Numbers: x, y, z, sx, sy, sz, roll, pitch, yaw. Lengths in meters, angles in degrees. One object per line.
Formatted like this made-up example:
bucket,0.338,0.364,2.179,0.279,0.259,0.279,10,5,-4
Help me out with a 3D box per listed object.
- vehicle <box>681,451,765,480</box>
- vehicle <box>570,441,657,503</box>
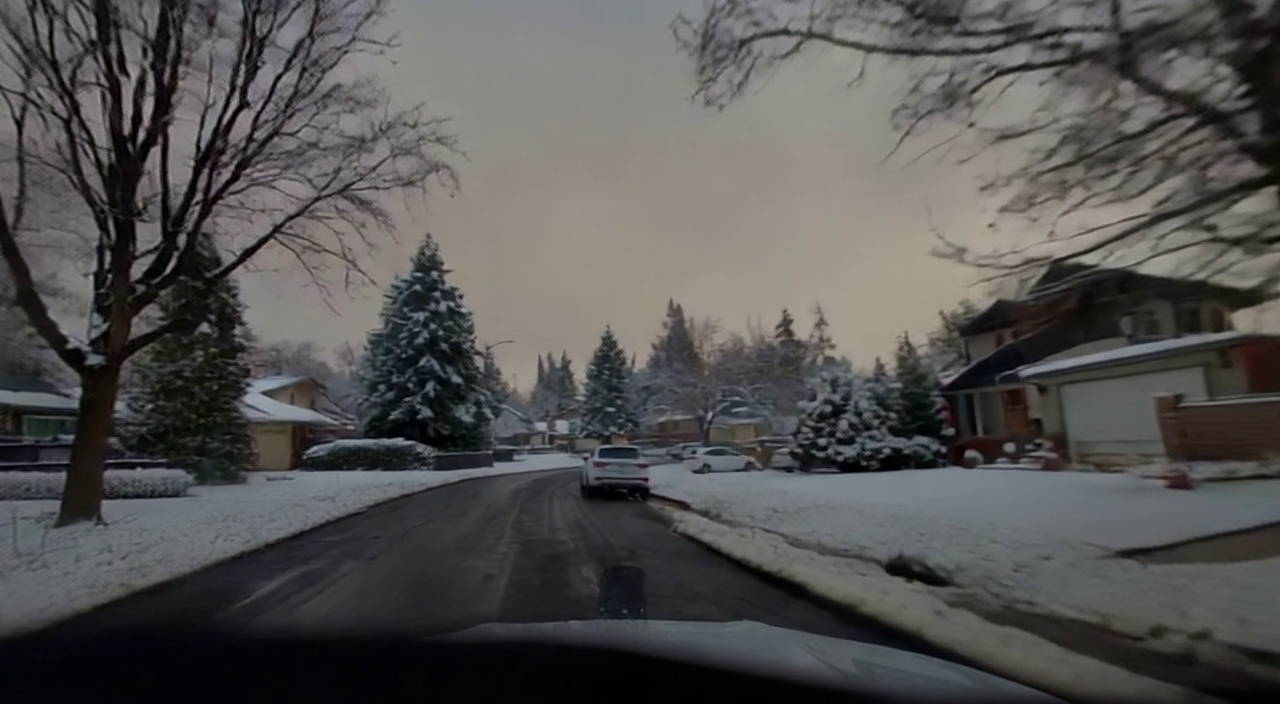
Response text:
vehicle,4.530,6.261,34.812,4.457,1.510,1.762,-1,-8,5
vehicle,-1.009,3.828,20.542,2.163,1.760,4.591,1,-9,-11
